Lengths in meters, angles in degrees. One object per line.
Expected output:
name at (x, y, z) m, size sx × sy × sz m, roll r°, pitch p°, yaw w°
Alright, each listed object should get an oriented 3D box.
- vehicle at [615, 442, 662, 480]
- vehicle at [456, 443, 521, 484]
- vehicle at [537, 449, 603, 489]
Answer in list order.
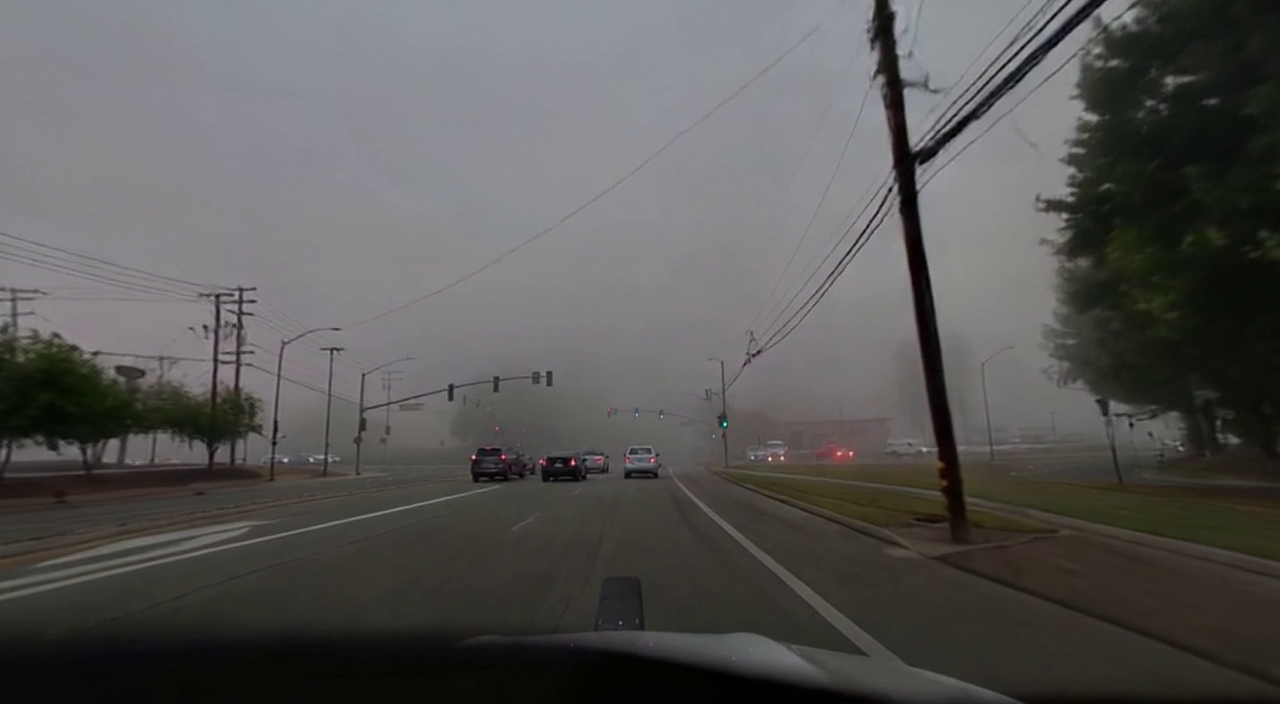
vehicle at (-0.006, 5.739, 33.428) m, size 2.276 × 1.850 × 3.897 m, roll 0°, pitch -9°, yaw 3°
vehicle at (-7.042, 5.196, 29.796) m, size 1.860 × 1.754 × 4.089 m, roll 0°, pitch -9°, yaw 2°
vehicle at (-2.804, 4.806, 26.306) m, size 2.064 × 1.464 × 4.373 m, roll 0°, pitch -9°, yaw 2°
